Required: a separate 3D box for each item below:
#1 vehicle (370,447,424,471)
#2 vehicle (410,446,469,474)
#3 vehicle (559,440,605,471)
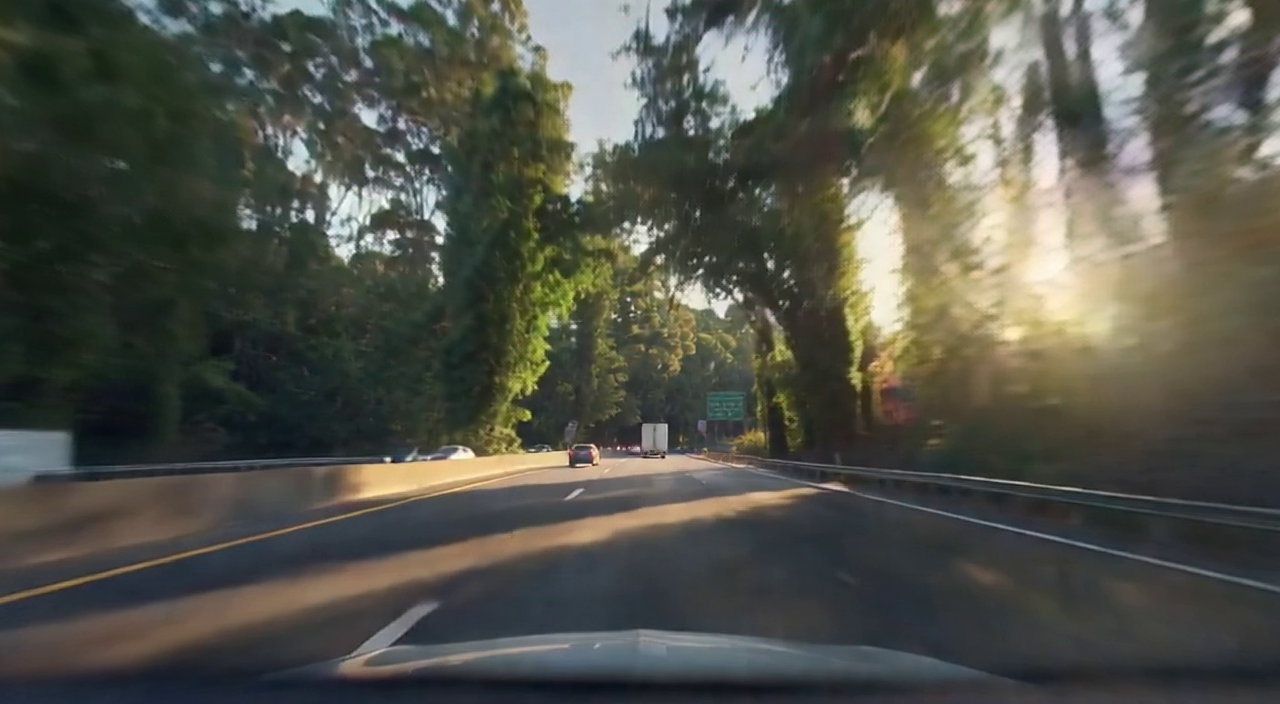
[{"bbox_3d":[-15.982,7.021,41.682,1.757,1.450,4.253,0,-9,1],"label":"vehicle"},{"bbox_3d":[-11.615,6.278,36.883,1.841,1.487,4.687,0,-9,1],"label":"vehicle"},{"bbox_3d":[-3.183,5.779,35.441,2.057,1.618,4.212,0,-9,1],"label":"vehicle"}]
